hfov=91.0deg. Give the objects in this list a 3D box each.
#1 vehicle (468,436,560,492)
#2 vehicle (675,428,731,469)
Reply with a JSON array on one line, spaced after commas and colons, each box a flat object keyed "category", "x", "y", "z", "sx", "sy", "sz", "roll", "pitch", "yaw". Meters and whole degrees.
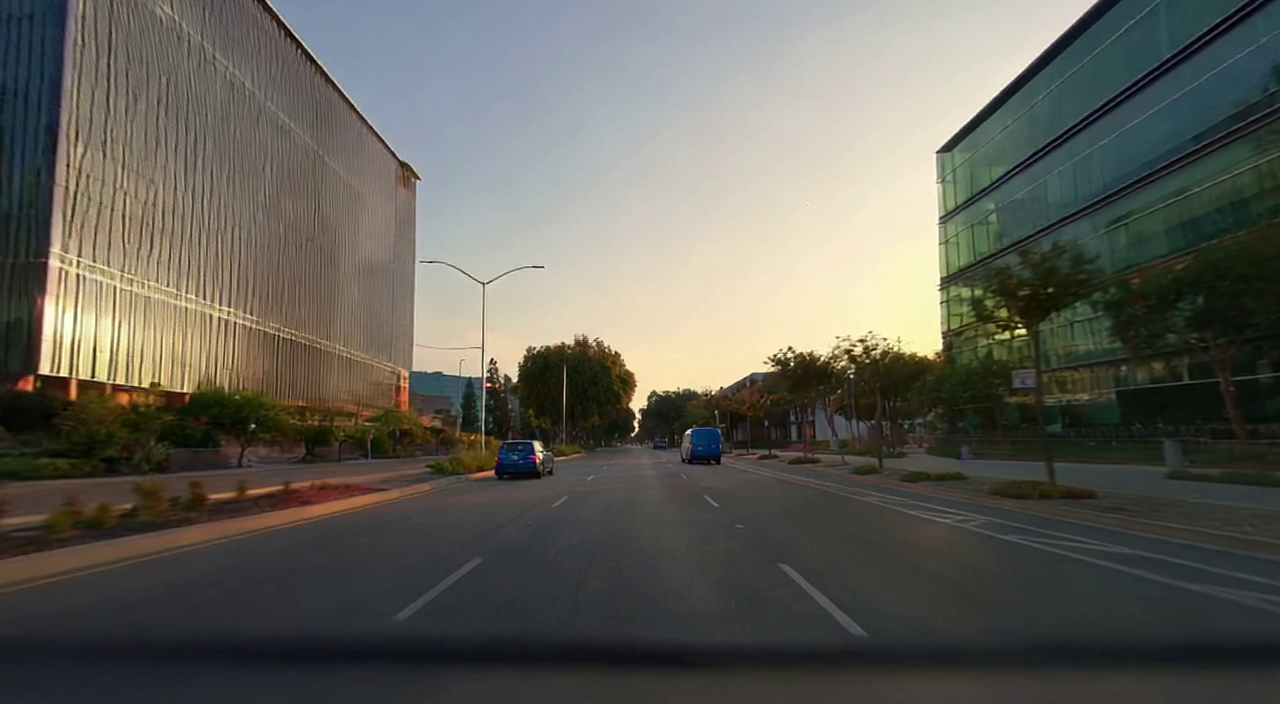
[{"category": "vehicle", "x": -3.640, "y": 3.306, "z": 18.967, "sx": 1.864, "sy": 1.464, "sz": 4.195, "roll": 0, "pitch": -8, "yaw": 0}, {"category": "vehicle", "x": 3.125, "y": 4.915, "z": 32.283, "sx": 2.200, "sy": 1.914, "sz": 5.145, "roll": 0, "pitch": -8, "yaw": -2}]
